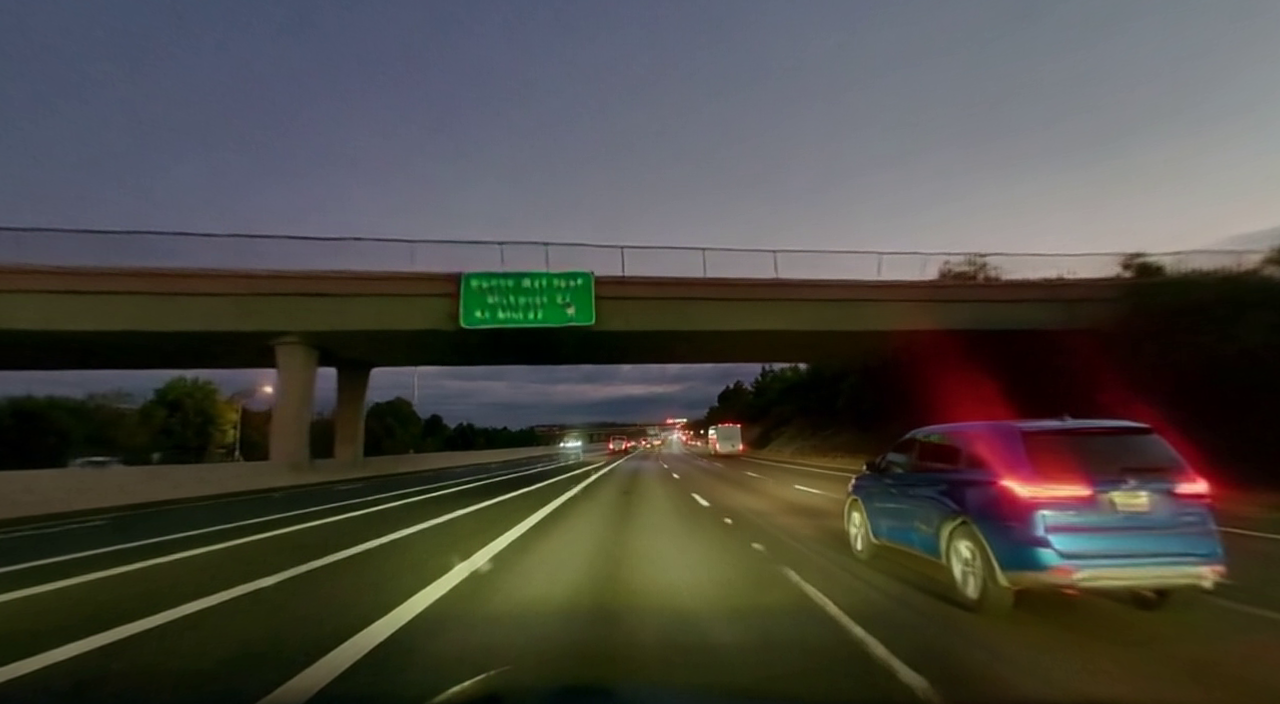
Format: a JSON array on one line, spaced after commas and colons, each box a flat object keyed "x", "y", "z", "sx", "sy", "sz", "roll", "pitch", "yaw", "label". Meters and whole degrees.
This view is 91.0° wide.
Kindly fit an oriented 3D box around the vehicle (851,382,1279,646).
[{"x": 4.002, "y": 1.366, "z": 6.346, "sx": 2.148, "sy": 1.691, "sz": 4.443, "roll": 0, "pitch": -9, "yaw": -1, "label": "vehicle"}]

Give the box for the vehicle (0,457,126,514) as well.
[{"x": -43.859, "y": 9.608, "z": 46.304, "sx": 2.907, "sy": 3.595, "sz": 10.577, "roll": 0, "pitch": -8, "yaw": 1, "label": "vehicle"}]
